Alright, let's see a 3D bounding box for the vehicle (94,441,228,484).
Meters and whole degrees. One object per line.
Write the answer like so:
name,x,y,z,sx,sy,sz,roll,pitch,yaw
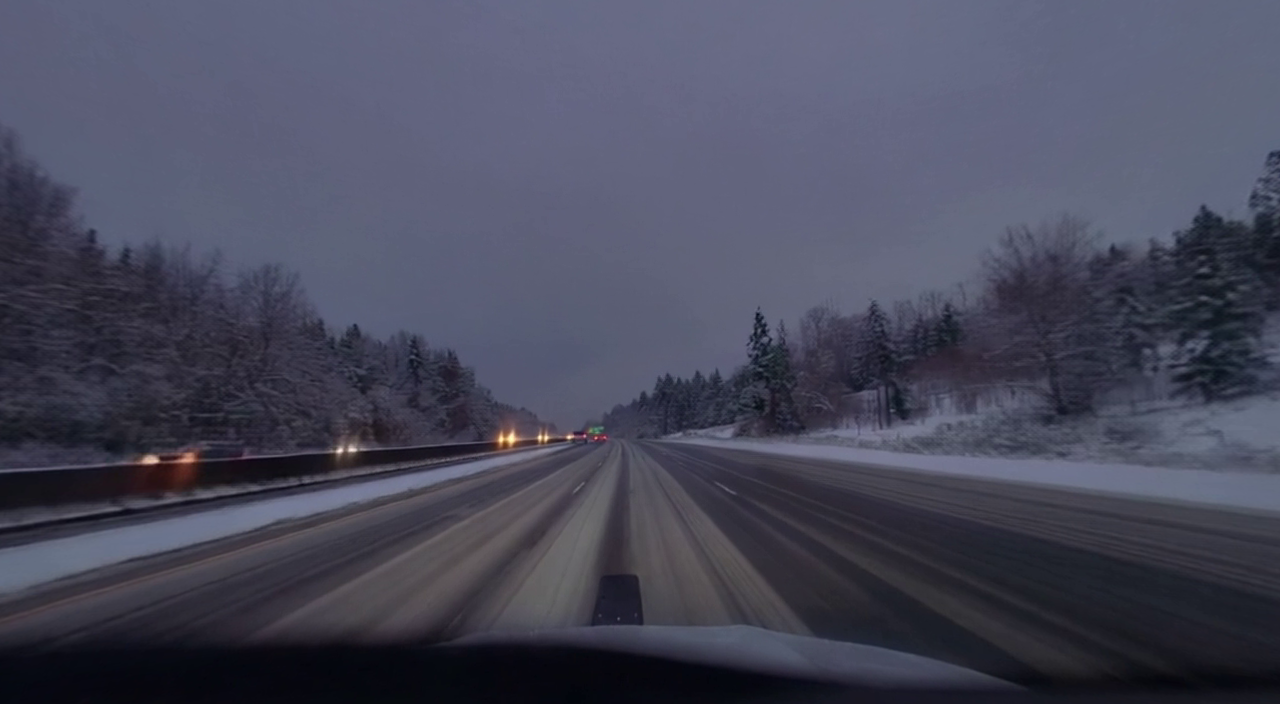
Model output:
vehicle,-19.146,4.413,25.467,1.874,1.524,4.574,0,-8,-1
